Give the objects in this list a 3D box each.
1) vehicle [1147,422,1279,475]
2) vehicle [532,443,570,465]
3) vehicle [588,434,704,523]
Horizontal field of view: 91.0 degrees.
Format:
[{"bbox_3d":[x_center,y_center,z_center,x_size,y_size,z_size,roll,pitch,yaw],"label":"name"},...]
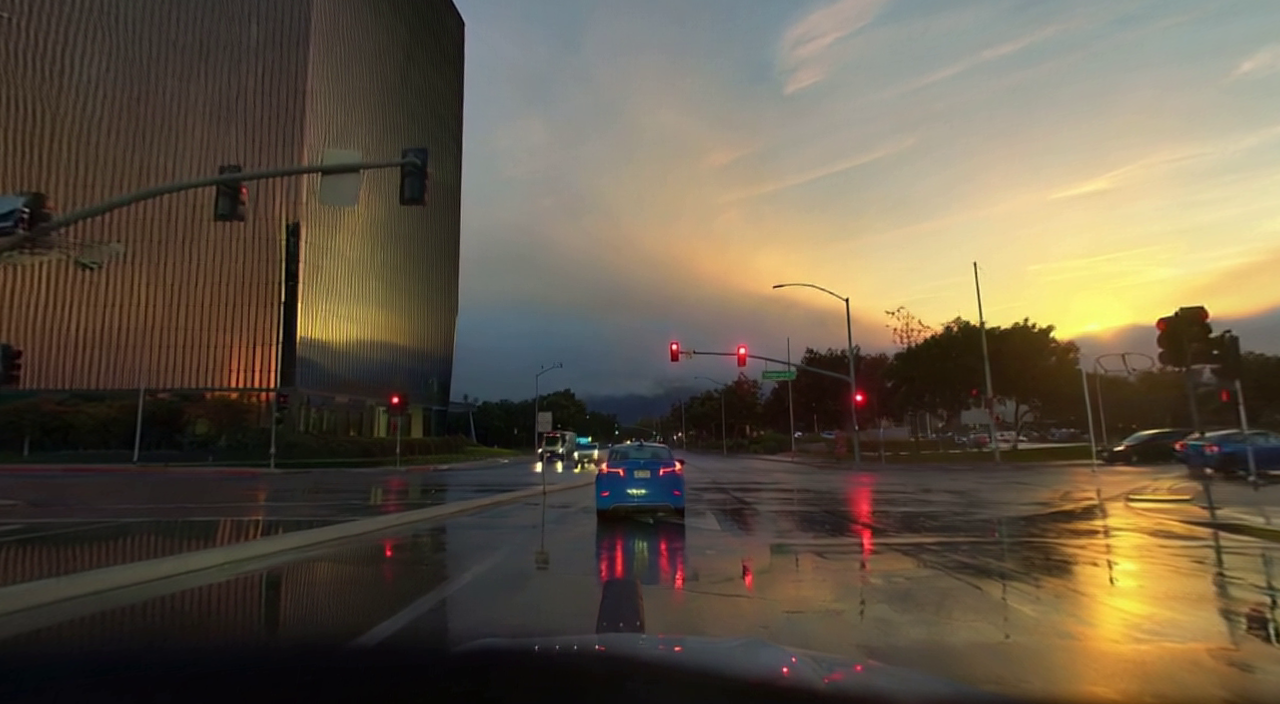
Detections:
[{"bbox_3d":[21.133,3.384,22.099,4.739,1.749,2.174,0,-9,-1],"label":"vehicle"},{"bbox_3d":[-6.700,7.742,47.834,2.113,1.535,4.504,0,-9,2],"label":"vehicle"},{"bbox_3d":[0.212,2.524,13.129,2.014,1.525,4.197,0,-9,3],"label":"vehicle"}]
